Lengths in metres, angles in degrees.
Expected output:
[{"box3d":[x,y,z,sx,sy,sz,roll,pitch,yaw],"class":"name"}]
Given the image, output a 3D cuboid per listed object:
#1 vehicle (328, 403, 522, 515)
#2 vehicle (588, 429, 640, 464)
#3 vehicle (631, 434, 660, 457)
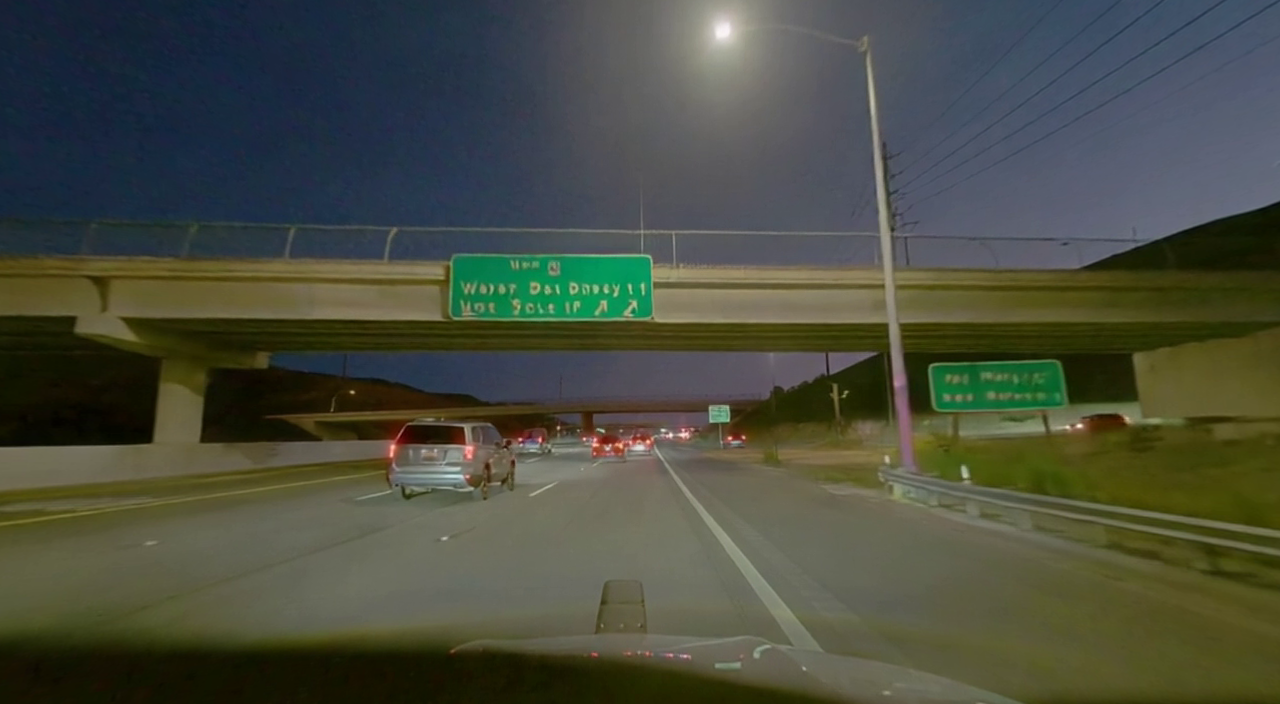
[{"box3d":[-4.031,2.132,12.975,2.228,1.845,4.847,0,-8,1],"class":"vehicle"},{"box3d":[-1.254,4.845,32.312,2.193,1.651,3.946,-1,-8,5],"class":"vehicle"},{"box3d":[0.370,6.352,42.944,1.855,1.450,3.716,0,-8,0],"class":"vehicle"}]
